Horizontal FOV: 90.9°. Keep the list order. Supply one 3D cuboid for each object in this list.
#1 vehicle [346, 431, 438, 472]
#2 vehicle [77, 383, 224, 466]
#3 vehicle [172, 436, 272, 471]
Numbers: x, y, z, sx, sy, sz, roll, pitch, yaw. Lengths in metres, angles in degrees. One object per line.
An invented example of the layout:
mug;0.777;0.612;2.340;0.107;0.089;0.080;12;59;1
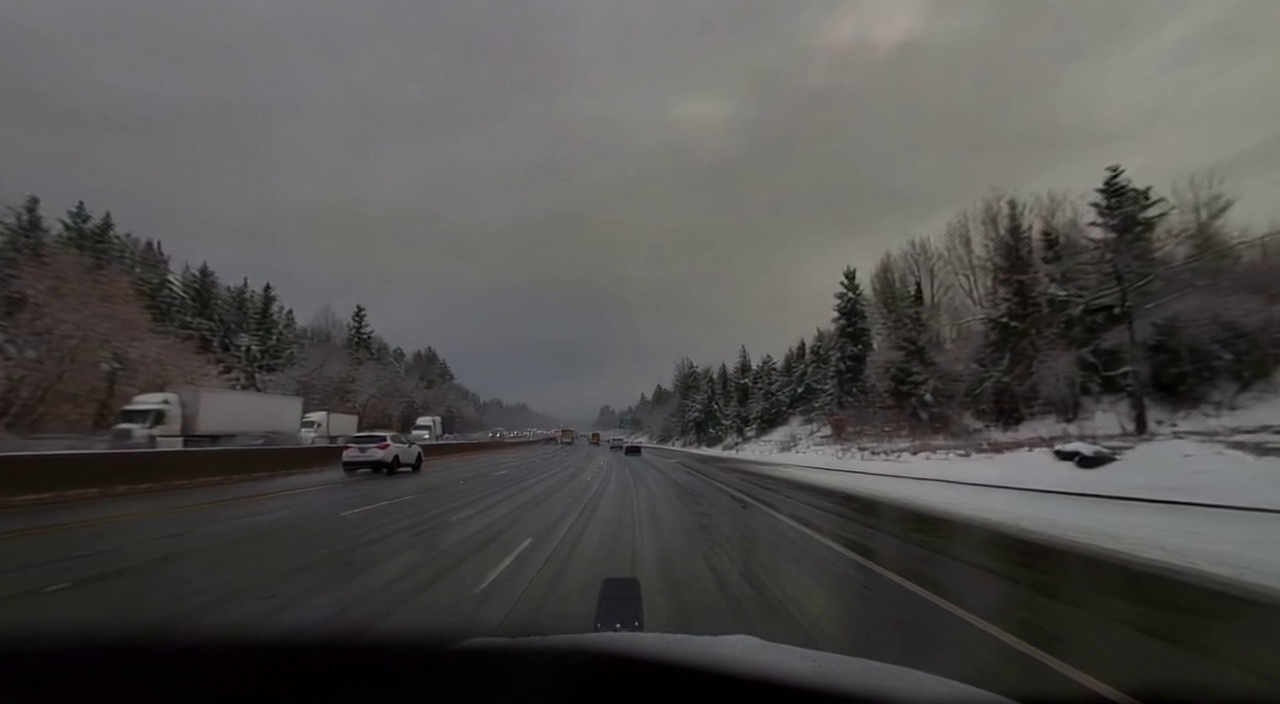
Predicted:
vehicle;-10.803;4.346;27.917;2.197;1.654;4.823;0;-8;-1
vehicle;-25.324;3.851;33.104;2.984;3.948;5.839;0;-8;-2
vehicle;-17.990;4.354;27.347;1.831;1.415;3.645;0;-8;0
